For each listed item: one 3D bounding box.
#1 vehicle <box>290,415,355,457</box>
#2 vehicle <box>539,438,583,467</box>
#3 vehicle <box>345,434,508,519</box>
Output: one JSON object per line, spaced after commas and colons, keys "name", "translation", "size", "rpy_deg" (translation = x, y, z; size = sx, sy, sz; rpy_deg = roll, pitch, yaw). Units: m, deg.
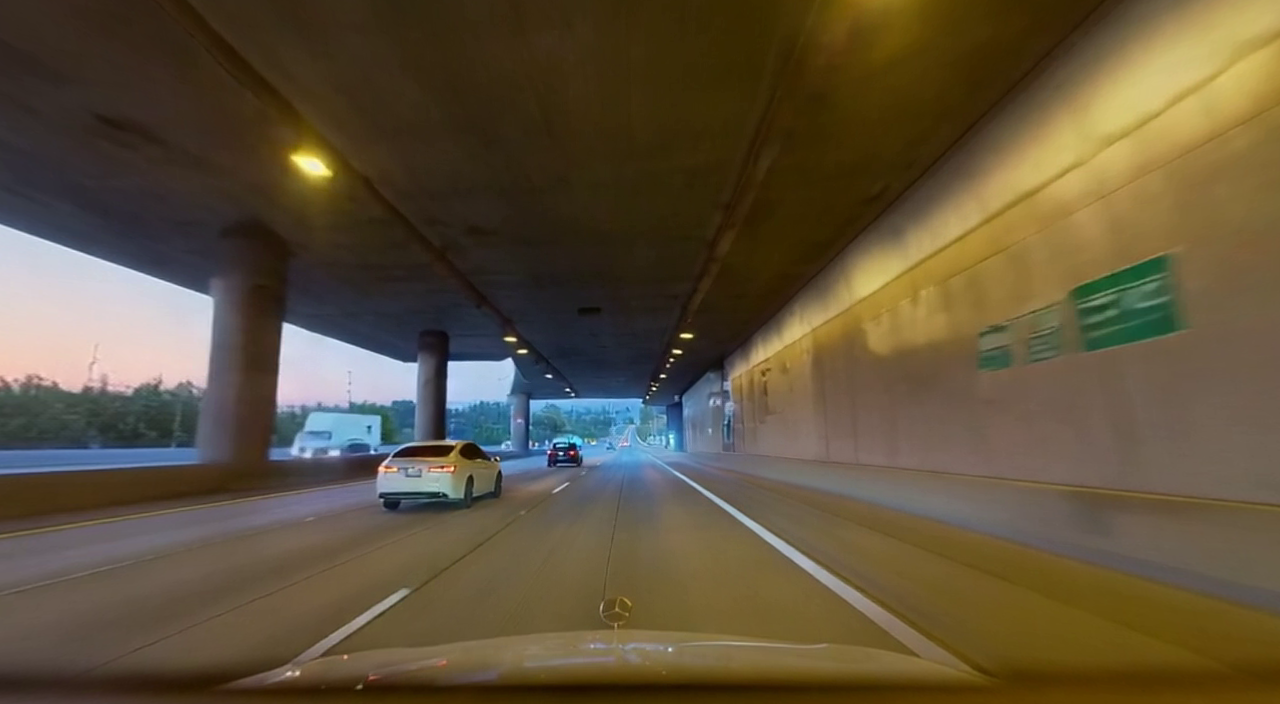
{"name": "vehicle", "translation": [-24.218, 6.420, 48.191], "size": [2.808, 3.064, 3.757], "rpy_deg": [0, -8, 0]}
{"name": "vehicle", "translation": [-4.359, 5.605, 35.253], "size": [1.973, 1.474, 4.199], "rpy_deg": [-1, -8, 0]}
{"name": "vehicle", "translation": [-4.088, 2.430, 12.894], "size": [1.885, 1.424, 4.230], "rpy_deg": [-1, -8, 0]}
